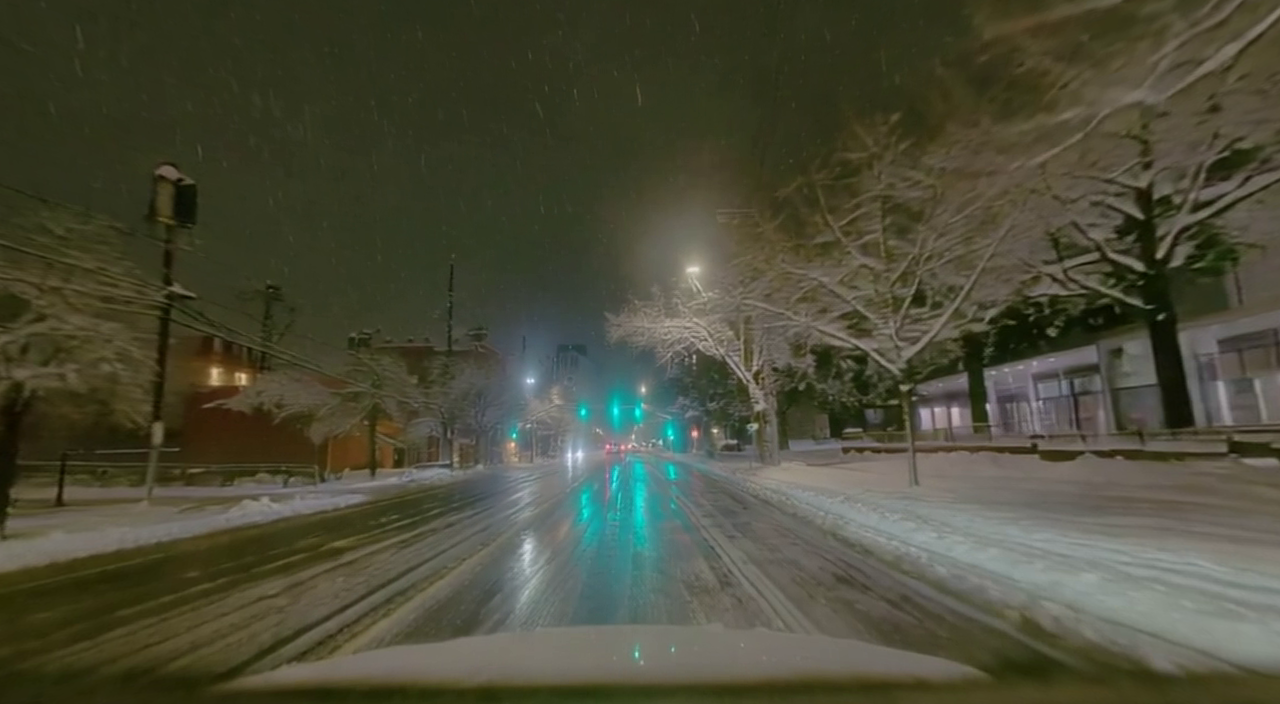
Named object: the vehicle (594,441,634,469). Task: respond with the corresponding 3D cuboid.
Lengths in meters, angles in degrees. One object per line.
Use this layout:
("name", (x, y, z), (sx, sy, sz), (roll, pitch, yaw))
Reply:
("vehicle", (-1.523, 5.835, 36.077), (2.131, 1.474, 4.146), (1, -8, -4))
